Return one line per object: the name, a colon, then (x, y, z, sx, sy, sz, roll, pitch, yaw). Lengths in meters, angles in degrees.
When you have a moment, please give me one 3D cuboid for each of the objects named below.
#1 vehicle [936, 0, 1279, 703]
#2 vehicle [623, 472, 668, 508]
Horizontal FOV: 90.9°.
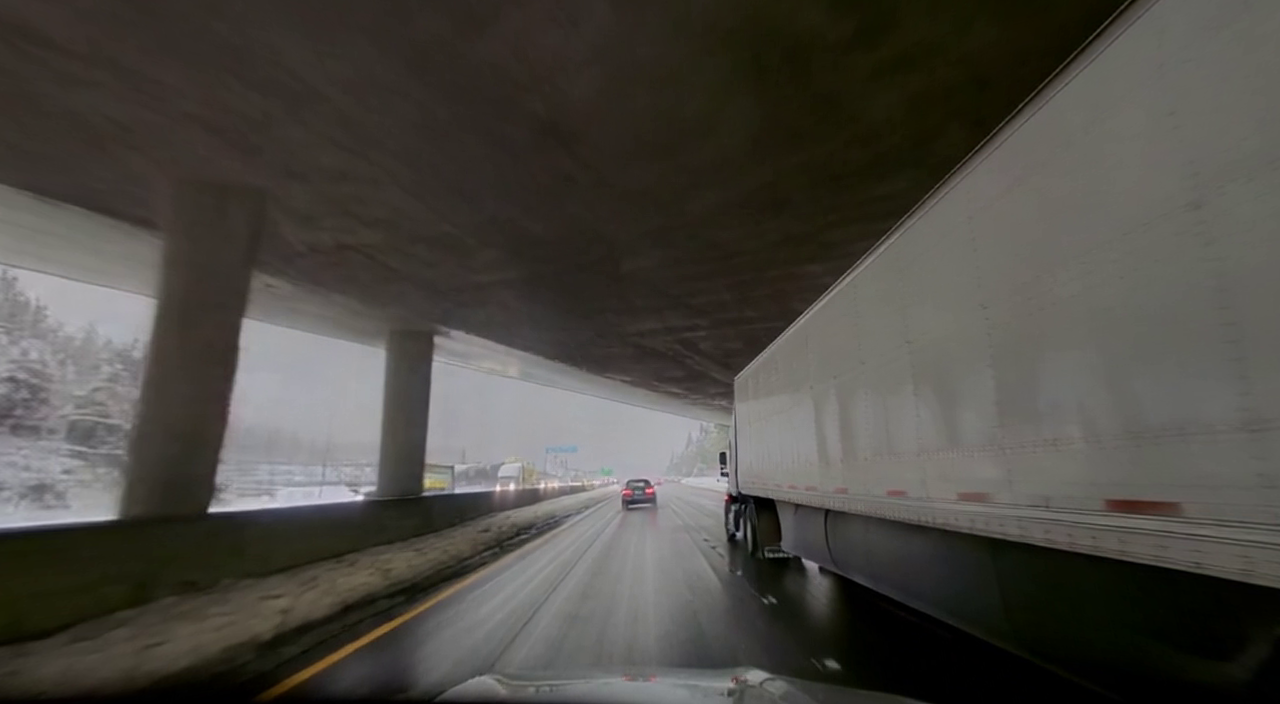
vehicle: (4.248, -0.319, 0.802, 2.980, 3.834, 9.423, 1, -11, -1)
vehicle: (0.251, 6.987, 32.193, 2.124, 1.653, 4.857, 1, -11, 0)
